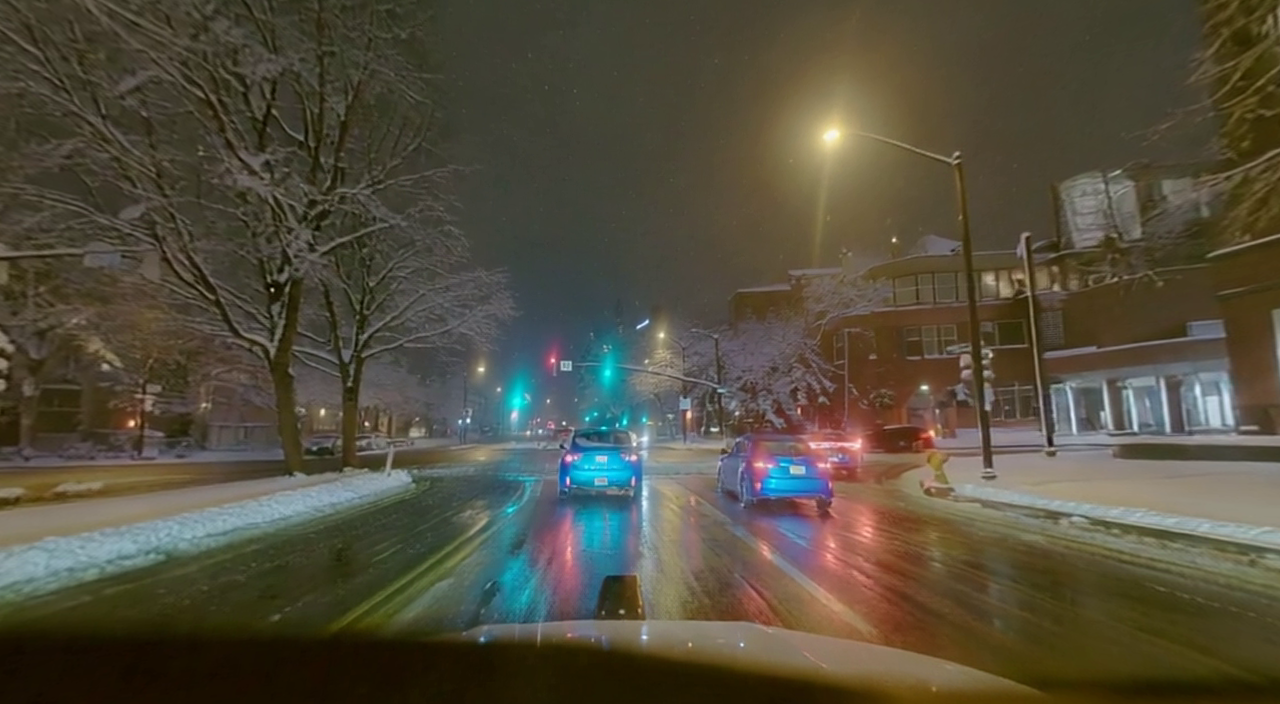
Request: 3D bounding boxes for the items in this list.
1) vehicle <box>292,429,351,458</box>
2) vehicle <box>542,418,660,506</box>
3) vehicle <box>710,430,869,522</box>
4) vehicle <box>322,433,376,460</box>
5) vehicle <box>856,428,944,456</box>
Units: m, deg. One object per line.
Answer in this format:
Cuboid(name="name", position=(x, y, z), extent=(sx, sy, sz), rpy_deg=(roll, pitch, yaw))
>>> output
Cuboid(name="vehicle", position=(-24.229, 6.994, 48.390), extent=(2.423, 1.974, 6.001), rpy_deg=(-1, -8, -11))
Cuboid(name="vehicle", position=(-0.902, 2.492, 14.654), extent=(2.317, 1.713, 4.231), rpy_deg=(1, -9, -4))
Cuboid(name="vehicle", position=(2.719, 2.377, 12.671), extent=(1.918, 1.479, 4.468), rpy_deg=(0, -9, -2))
Cuboid(name="vehicle", position=(-20.244, 6.576, 44.158), extent=(2.207, 1.765, 4.569), rpy_deg=(1, -9, -10))
Cuboid(name="vehicle", position=(17.306, 6.053, 42.311), extent=(5.023, 1.756, 2.001), rpy_deg=(-1, -9, 9))
